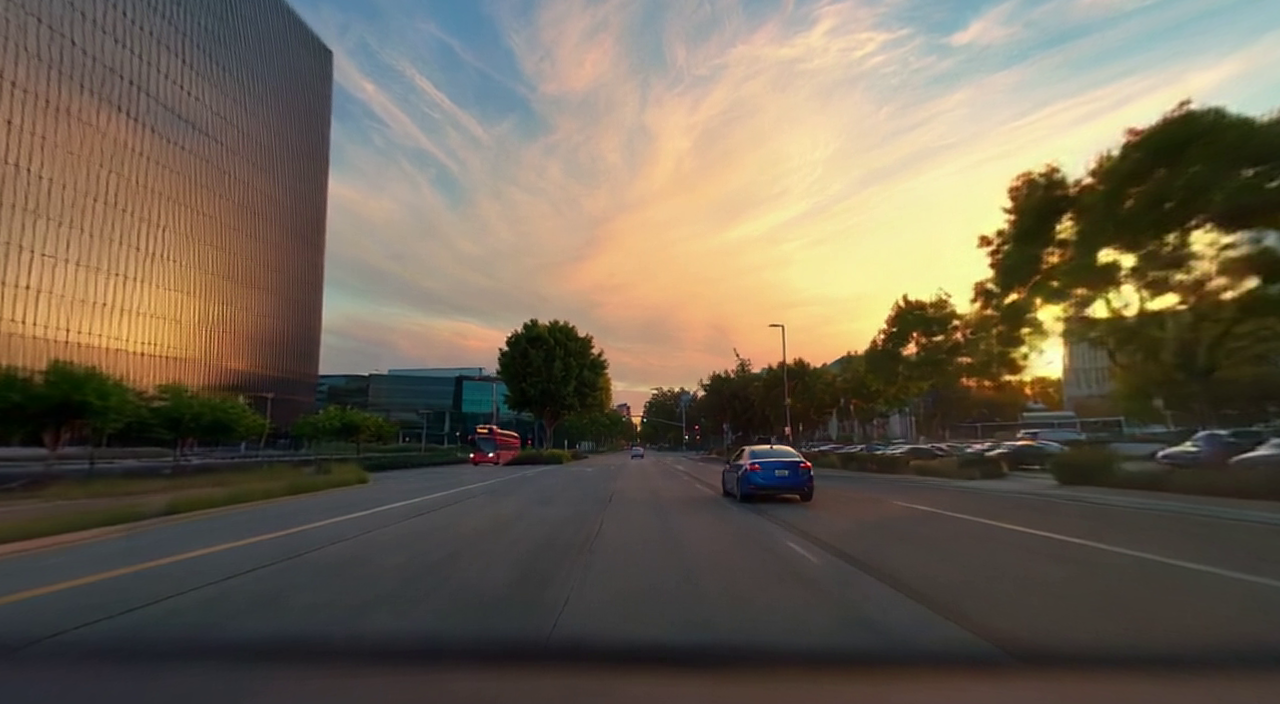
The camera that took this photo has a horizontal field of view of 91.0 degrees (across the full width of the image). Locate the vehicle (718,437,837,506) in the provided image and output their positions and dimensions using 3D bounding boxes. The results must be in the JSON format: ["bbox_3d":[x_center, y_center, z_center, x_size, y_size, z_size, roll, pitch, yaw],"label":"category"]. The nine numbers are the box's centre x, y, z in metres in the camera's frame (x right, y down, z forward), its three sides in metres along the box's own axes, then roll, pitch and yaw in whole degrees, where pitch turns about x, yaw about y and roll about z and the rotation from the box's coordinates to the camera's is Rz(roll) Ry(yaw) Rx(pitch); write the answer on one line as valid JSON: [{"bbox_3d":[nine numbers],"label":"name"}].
[{"bbox_3d":[3.302,2.970,16.032,1.993,1.501,4.127,0,-9,-1],"label":"vehicle"}]
